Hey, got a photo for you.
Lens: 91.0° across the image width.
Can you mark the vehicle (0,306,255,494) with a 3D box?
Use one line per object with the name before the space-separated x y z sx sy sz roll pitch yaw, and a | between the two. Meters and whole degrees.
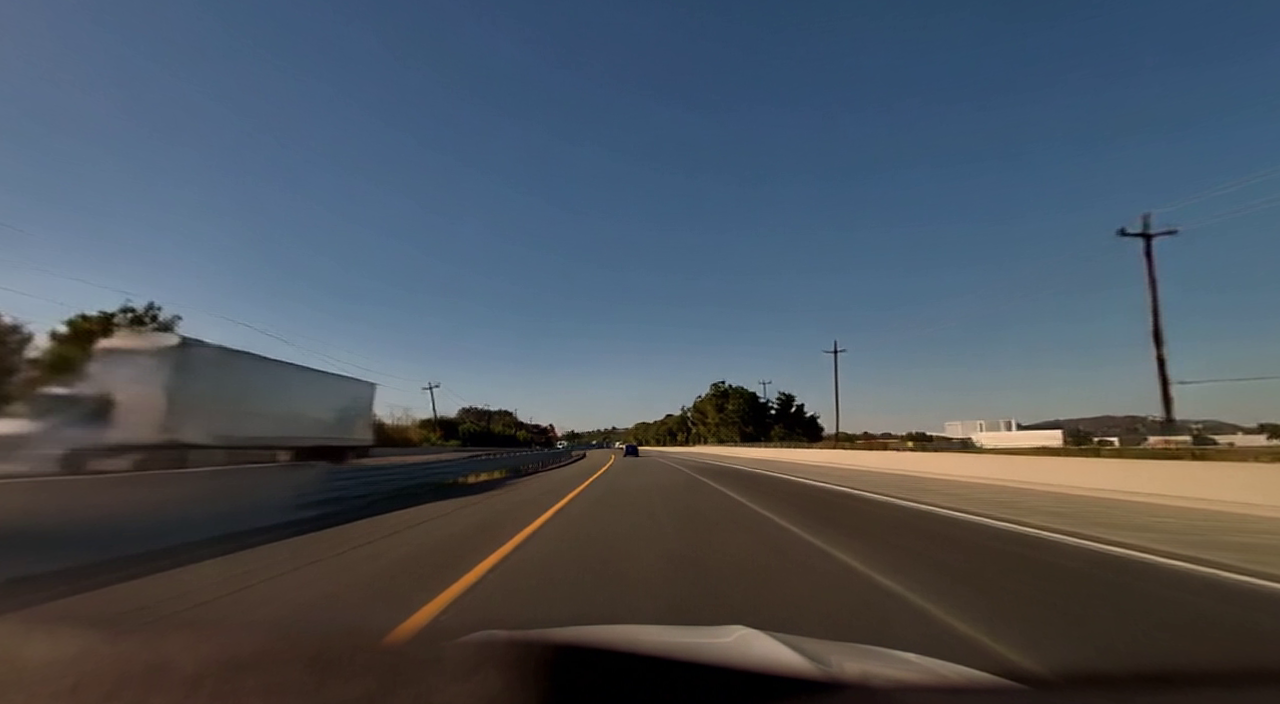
vehicle | -14.395 1.495 17.454 3.338 4.291 6.206 0 -8 -1
